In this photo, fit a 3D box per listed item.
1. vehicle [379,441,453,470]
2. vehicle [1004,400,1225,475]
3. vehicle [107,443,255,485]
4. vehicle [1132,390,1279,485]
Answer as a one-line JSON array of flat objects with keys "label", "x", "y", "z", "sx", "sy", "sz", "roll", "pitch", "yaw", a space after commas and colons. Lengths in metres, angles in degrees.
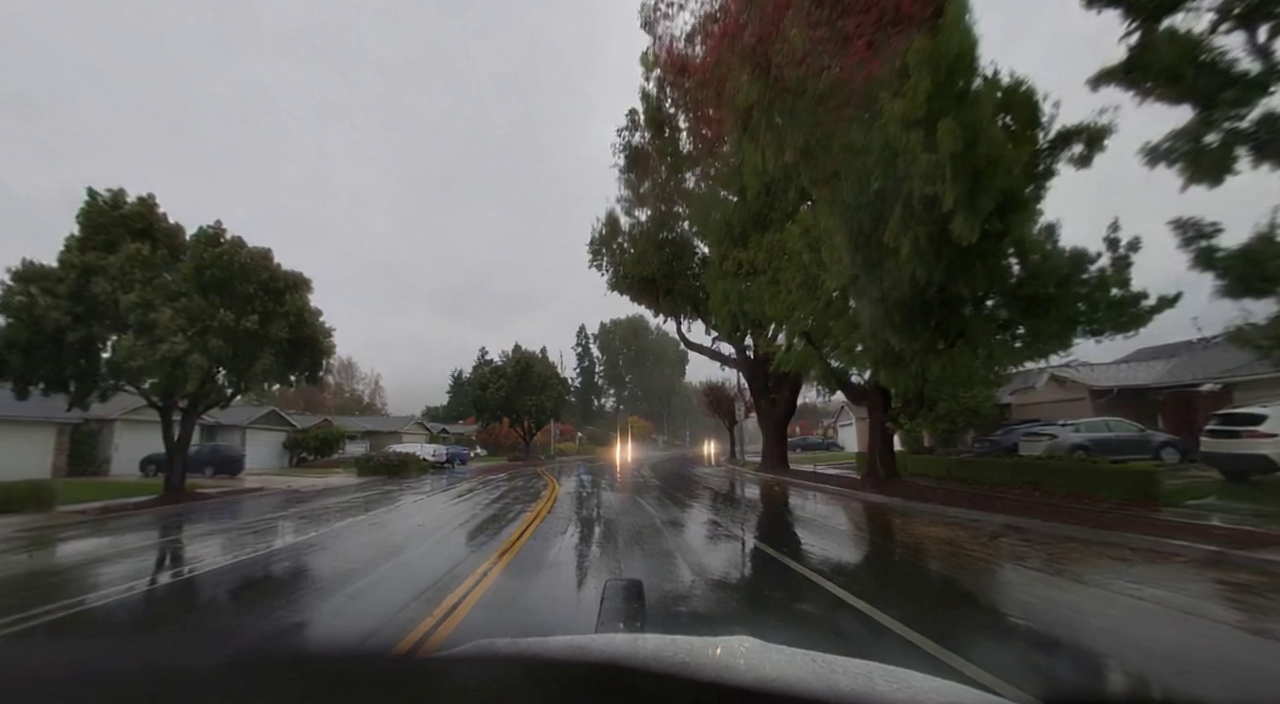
[{"label": "vehicle", "x": -16.114, "y": 7.477, "z": 45.896, "sx": 2.418, "sy": 1.969, "sz": 6.615, "roll": -1, "pitch": -8, "yaw": 6}, {"label": "vehicle", "x": 14.140, "y": 2.642, "z": 19.174, "sx": 4.733, "sy": 1.848, "sz": 1.997, "roll": -5, "pitch": -10, "yaw": 11}, {"label": "vehicle", "x": -21.535, "y": 5.250, "z": 29.860, "sx": 5.166, "sy": 1.847, "sz": 2.049, "roll": 1, "pitch": -8, "yaw": -6}, {"label": "vehicle", "x": 15.608, "y": 1.915, "z": 14.574, "sx": 6.117, "sy": 2.005, "sz": 2.230, "roll": -4, "pitch": -9, "yaw": 13}]
